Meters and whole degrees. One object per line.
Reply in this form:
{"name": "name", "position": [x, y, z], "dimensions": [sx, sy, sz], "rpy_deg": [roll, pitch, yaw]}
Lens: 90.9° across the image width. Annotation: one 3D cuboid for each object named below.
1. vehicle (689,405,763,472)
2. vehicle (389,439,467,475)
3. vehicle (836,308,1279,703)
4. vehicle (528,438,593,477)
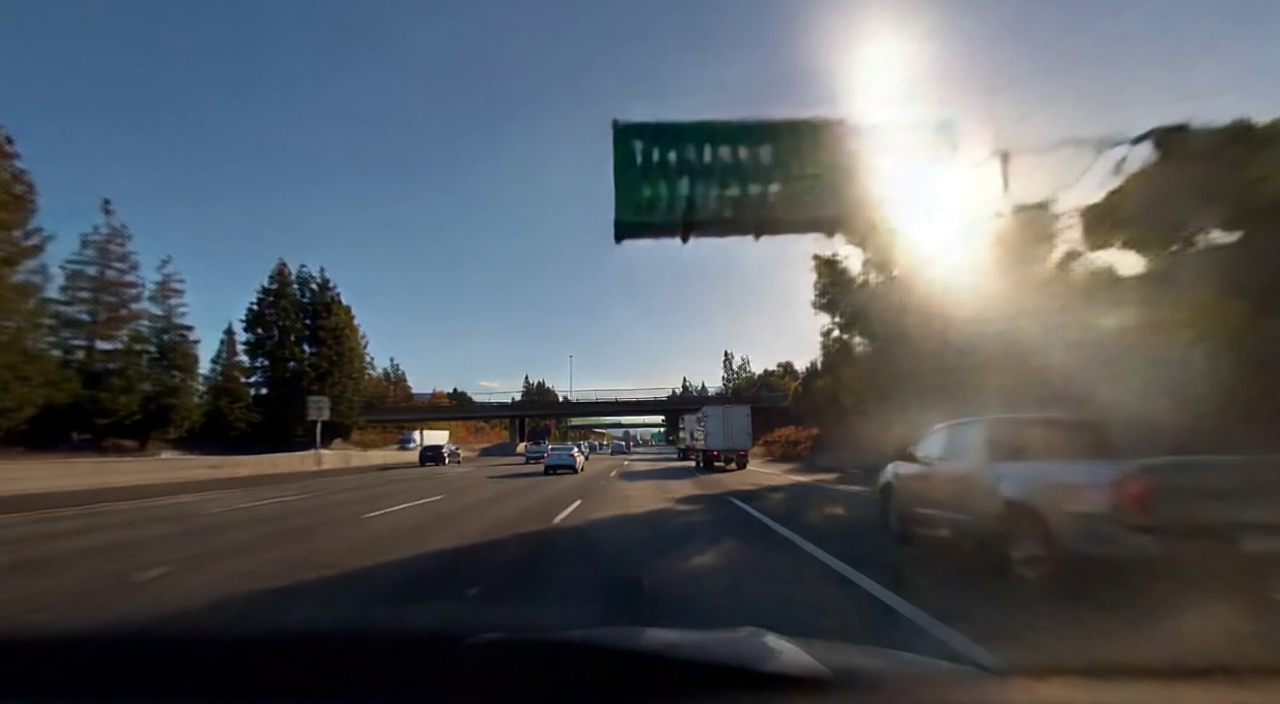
{"name": "vehicle", "position": [4.215, 4.482, 32.513], "dimensions": [2.732, 3.052, 7.118], "rpy_deg": [0, -8, -1]}
{"name": "vehicle", "position": [-9.446, 4.709, 28.469], "dimensions": [1.899, 1.465, 4.589], "rpy_deg": [0, -8, 0]}
{"name": "vehicle", "position": [4.182, 1.223, 6.186], "dimensions": [2.355, 1.930, 6.633], "rpy_deg": [0, -8, 0]}
{"name": "vehicle", "position": [-3.184, 4.336, 26.135], "dimensions": [1.981, 1.473, 4.317], "rpy_deg": [0, -8, 2]}
